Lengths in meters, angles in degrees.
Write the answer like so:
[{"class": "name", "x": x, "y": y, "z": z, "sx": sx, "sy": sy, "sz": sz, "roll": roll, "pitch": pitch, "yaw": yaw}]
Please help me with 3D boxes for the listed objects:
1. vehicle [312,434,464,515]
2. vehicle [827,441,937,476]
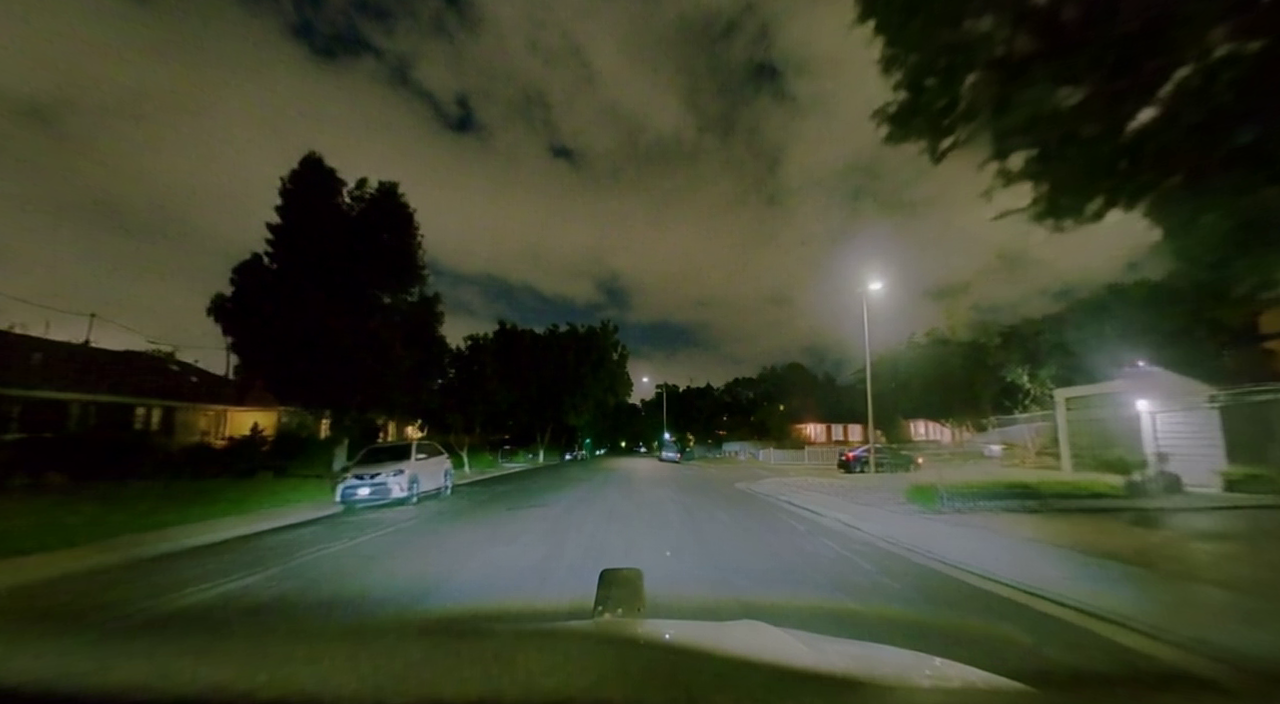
[{"class": "vehicle", "x": -6.076, "y": 2.994, "z": 15.801, "sx": 1.998, "sy": 1.742, "sz": 4.210, "roll": 0, "pitch": -9, "yaw": 1}, {"class": "vehicle", "x": 12.277, "y": 5.396, "z": 32.033, "sx": 4.708, "sy": 1.527, "sz": 2.113, "roll": 0, "pitch": -8, "yaw": -10}]
